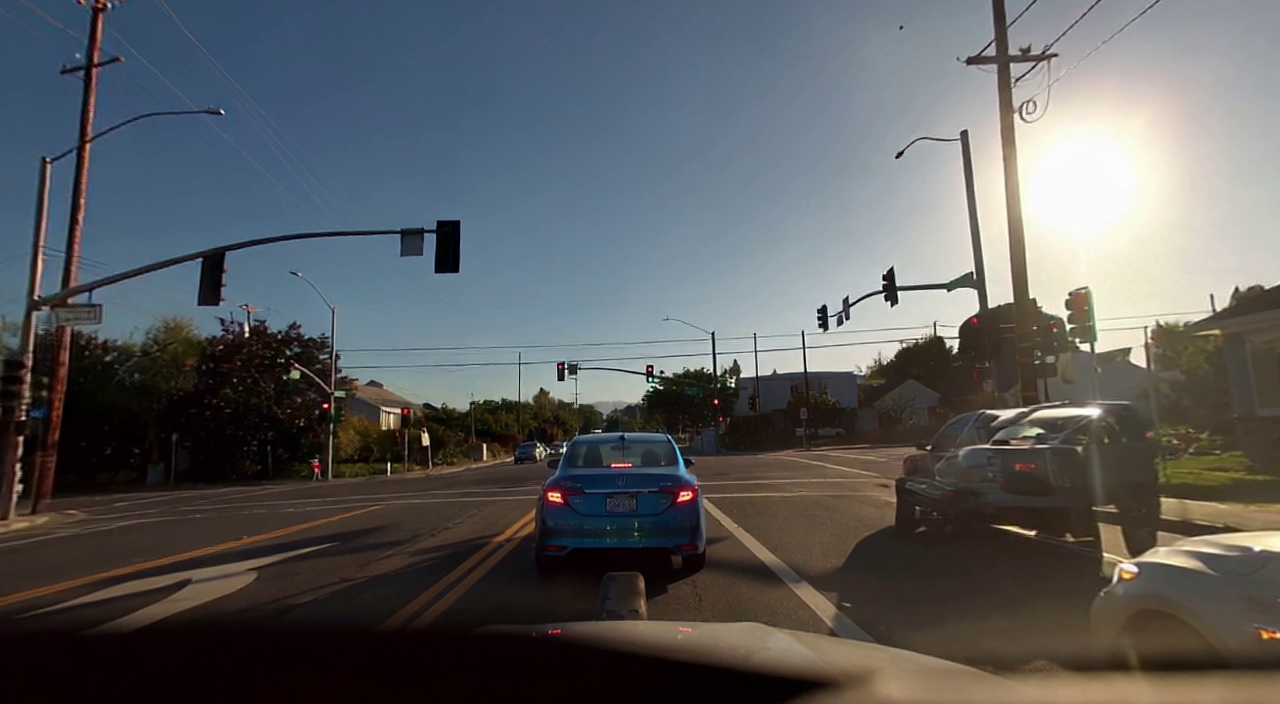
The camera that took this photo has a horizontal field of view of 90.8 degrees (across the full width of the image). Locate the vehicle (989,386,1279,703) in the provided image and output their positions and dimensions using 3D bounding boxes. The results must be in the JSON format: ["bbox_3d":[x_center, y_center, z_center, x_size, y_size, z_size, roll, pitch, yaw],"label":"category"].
[{"bbox_3d":[2.928,0.822,1.702,1.860,1.494,3.707,0,-8,1],"label":"vehicle"}]

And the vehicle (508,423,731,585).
[{"bbox_3d":[-0.224,1.730,8.032,2.061,1.485,4.196,0,-8,-1],"label":"vehicle"}]
